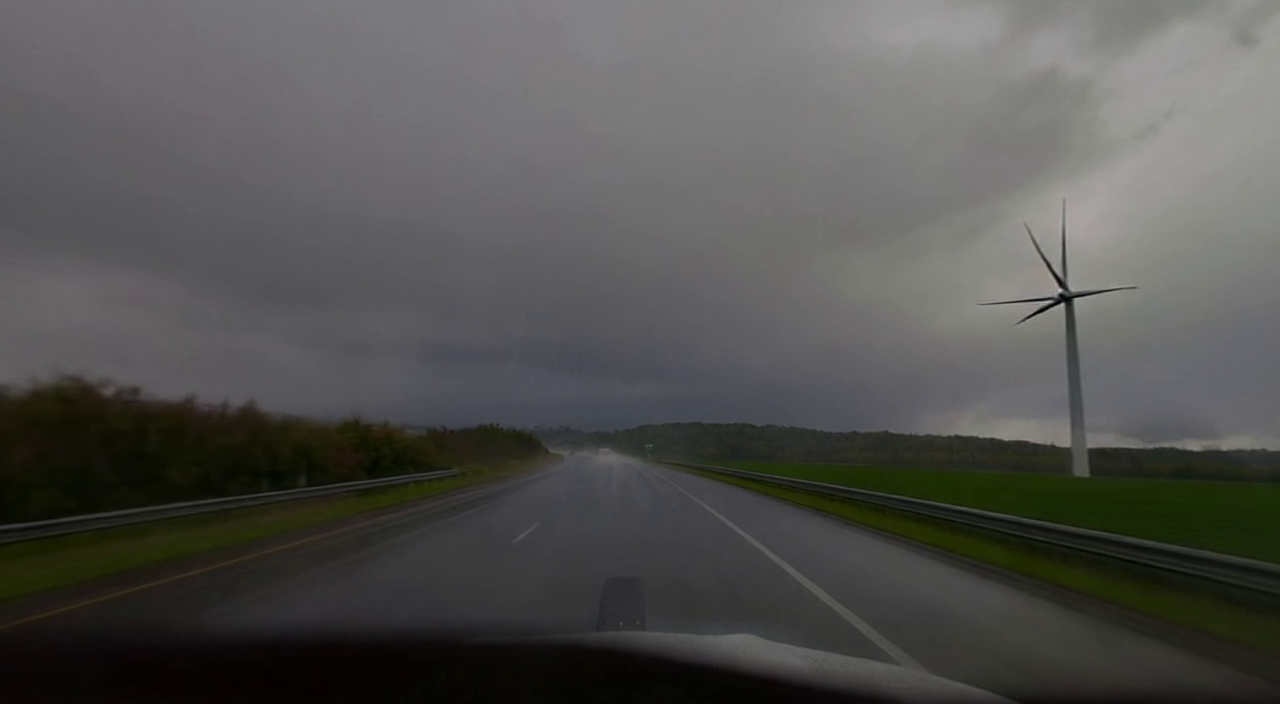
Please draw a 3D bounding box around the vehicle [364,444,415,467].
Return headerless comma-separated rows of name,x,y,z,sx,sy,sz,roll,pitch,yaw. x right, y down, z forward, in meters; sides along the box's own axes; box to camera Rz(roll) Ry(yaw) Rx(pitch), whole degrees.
vehicle,-17.589,7.293,44.550,1.879,1.547,4.378,0,-9,-2
